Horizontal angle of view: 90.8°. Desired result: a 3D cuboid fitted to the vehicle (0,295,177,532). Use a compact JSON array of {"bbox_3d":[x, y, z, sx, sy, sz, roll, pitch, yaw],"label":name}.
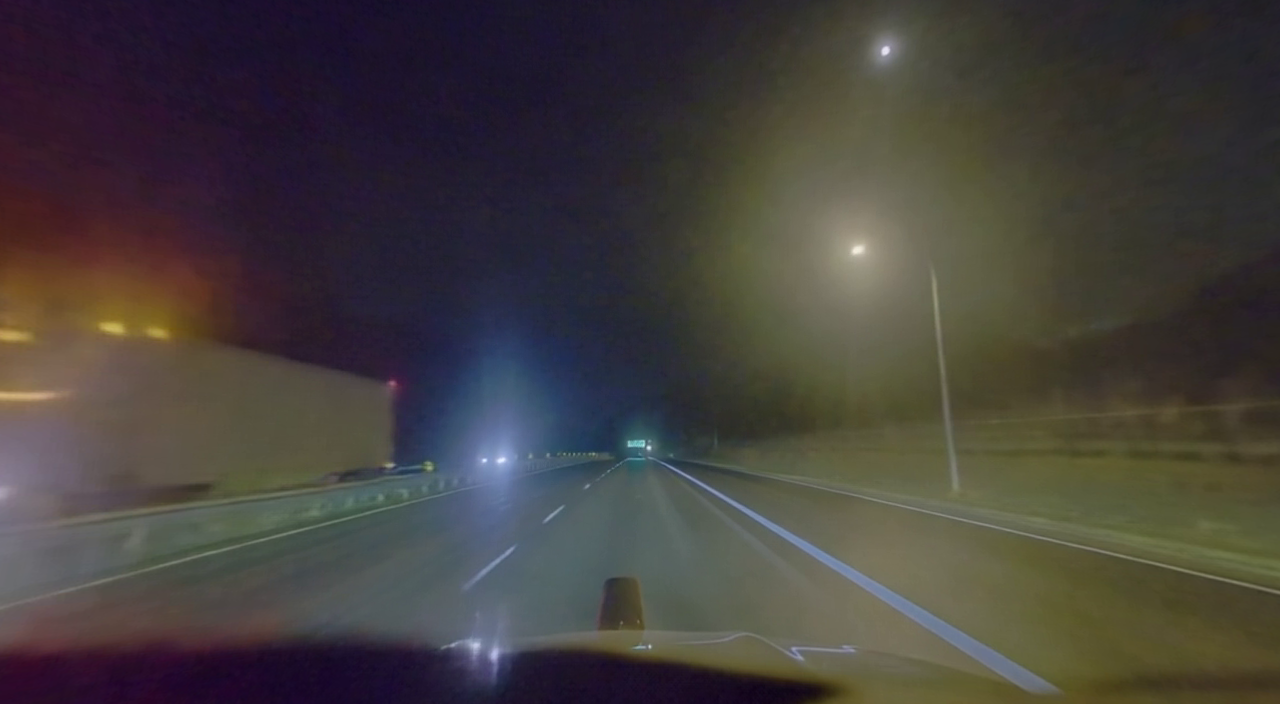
[{"bbox_3d":[-11.926,1.130,11.064,2.945,3.831,5.831,0,-9,0],"label":"vehicle"}]
